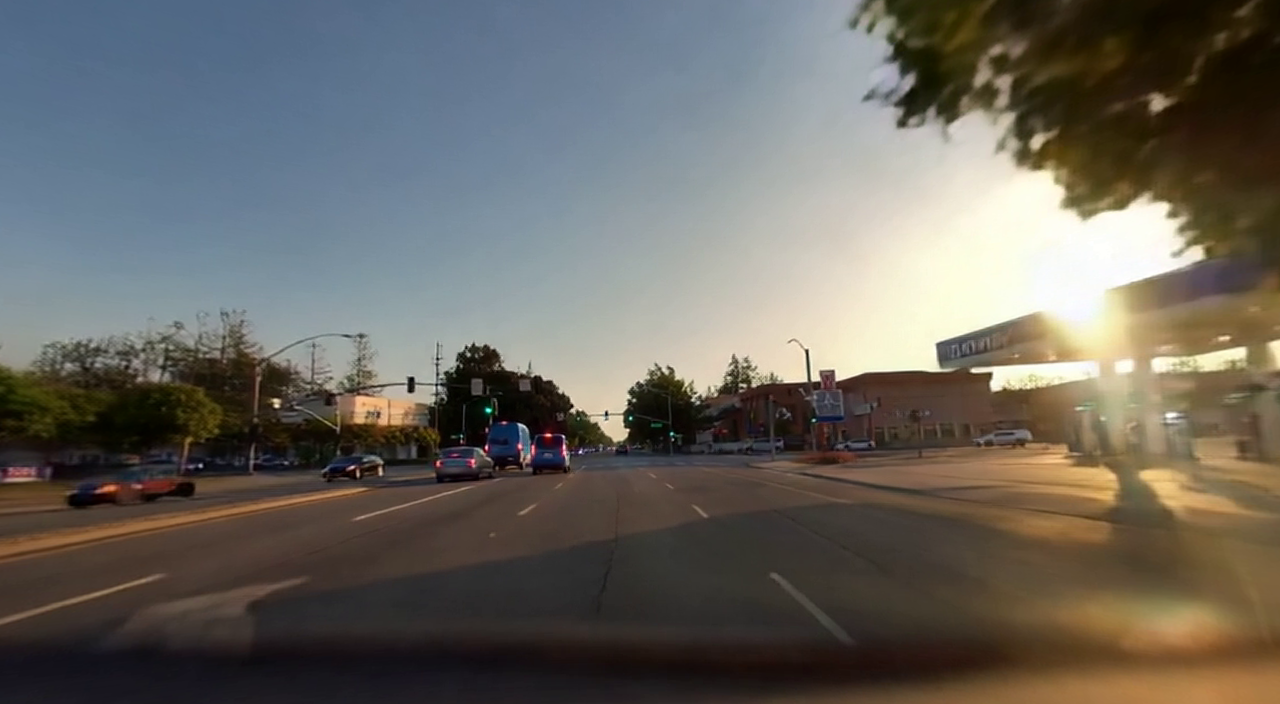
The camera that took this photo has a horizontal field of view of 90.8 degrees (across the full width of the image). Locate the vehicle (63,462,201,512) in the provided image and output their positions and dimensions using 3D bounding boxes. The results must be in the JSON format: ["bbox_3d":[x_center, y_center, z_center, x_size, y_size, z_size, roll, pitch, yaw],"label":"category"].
[{"bbox_3d":[-19.941,5.270,25.116,1.930,1.659,4.364,0,-9,-2],"label":"vehicle"}]

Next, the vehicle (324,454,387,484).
[{"bbox_3d":[-17.042,6.985,38.045,2.045,1.621,4.220,0,-9,-4],"label":"vehicle"}]

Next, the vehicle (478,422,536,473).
[{"bbox_3d":[-7.649,5.579,36.942,2.405,2.696,5.561,0,-9,-3],"label":"vehicle"}]

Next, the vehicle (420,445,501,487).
[{"bbox_3d":[-7.031,4.504,25.314,1.993,1.490,4.768,0,-9,-2],"label":"vehicle"}]

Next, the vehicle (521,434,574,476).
[{"bbox_3d":[-4.734,5.390,33.279,2.206,2.007,5.190,0,-9,-2],"label":"vehicle"}]
